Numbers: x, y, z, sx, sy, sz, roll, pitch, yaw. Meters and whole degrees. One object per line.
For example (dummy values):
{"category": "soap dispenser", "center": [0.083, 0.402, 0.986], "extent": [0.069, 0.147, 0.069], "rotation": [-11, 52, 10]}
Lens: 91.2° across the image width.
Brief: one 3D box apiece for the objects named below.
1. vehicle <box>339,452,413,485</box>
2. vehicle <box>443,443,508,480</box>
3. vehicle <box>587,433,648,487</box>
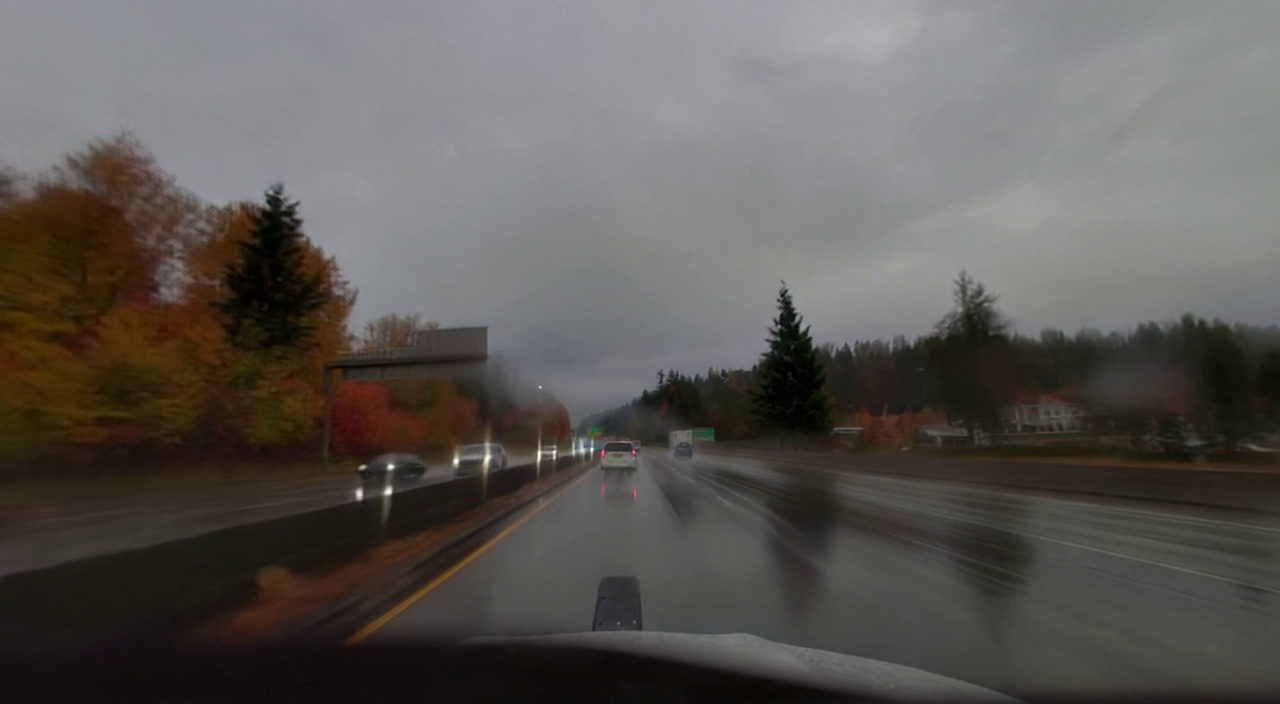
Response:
{"category": "vehicle", "center": [-13.565, 5.996, 32.500], "extent": [1.896, 1.501, 4.530], "rotation": [0, -9, 0]}
{"category": "vehicle", "center": [-8.924, 5.993, 34.500], "extent": [2.152, 1.839, 5.038], "rotation": [-1, -9, 0]}
{"category": "vehicle", "center": [-0.714, 3.760, 22.129], "extent": [1.937, 1.699, 3.936], "rotation": [0, -9, 0]}
